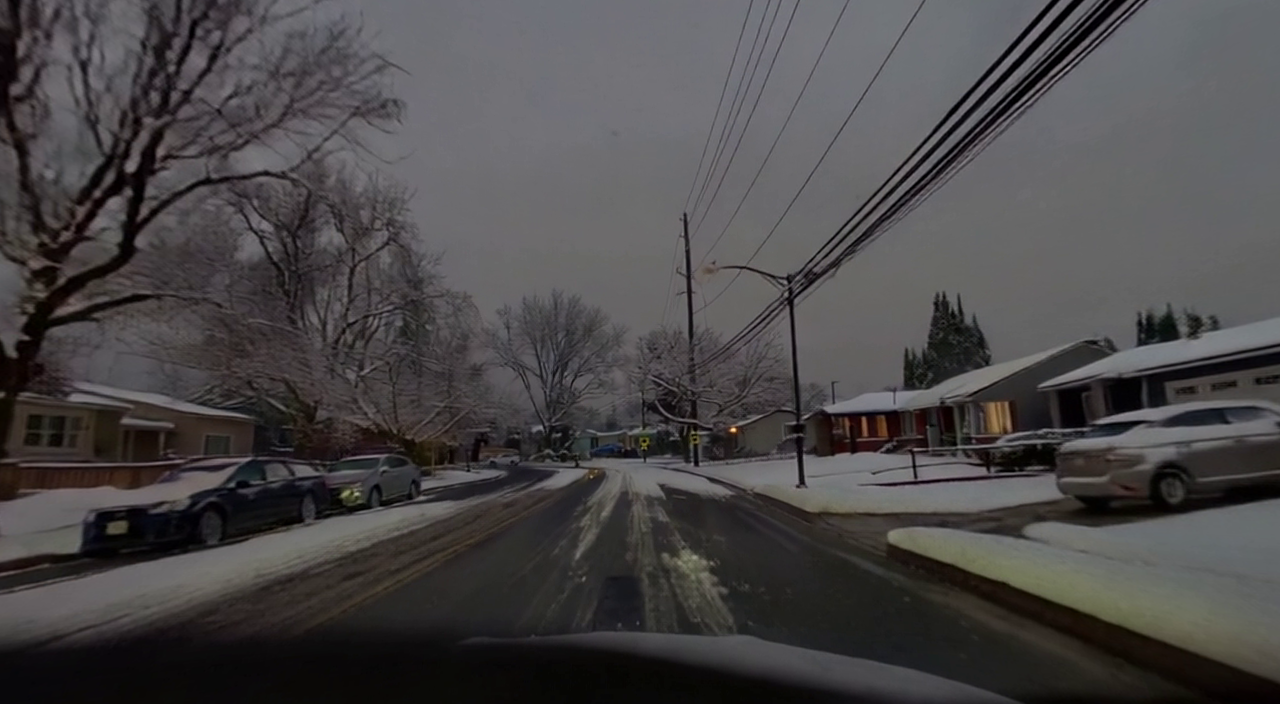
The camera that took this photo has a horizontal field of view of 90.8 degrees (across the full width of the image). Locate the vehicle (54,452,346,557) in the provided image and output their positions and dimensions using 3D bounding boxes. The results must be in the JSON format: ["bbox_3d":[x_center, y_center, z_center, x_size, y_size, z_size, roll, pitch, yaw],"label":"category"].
[{"bbox_3d":[-7.558,2.604,11.609,2.034,1.493,4.524,0,-9,1],"label":"vehicle"}]

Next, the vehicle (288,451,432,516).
[{"bbox_3d":[-7.312,3.446,17.083,1.896,1.484,4.298,0,-9,0],"label":"vehicle"}]

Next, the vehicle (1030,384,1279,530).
[{"bbox_3d":[8.629,1.482,9.540,4.025,1.738,1.920,-6,-9,-1],"label":"vehicle"}]
